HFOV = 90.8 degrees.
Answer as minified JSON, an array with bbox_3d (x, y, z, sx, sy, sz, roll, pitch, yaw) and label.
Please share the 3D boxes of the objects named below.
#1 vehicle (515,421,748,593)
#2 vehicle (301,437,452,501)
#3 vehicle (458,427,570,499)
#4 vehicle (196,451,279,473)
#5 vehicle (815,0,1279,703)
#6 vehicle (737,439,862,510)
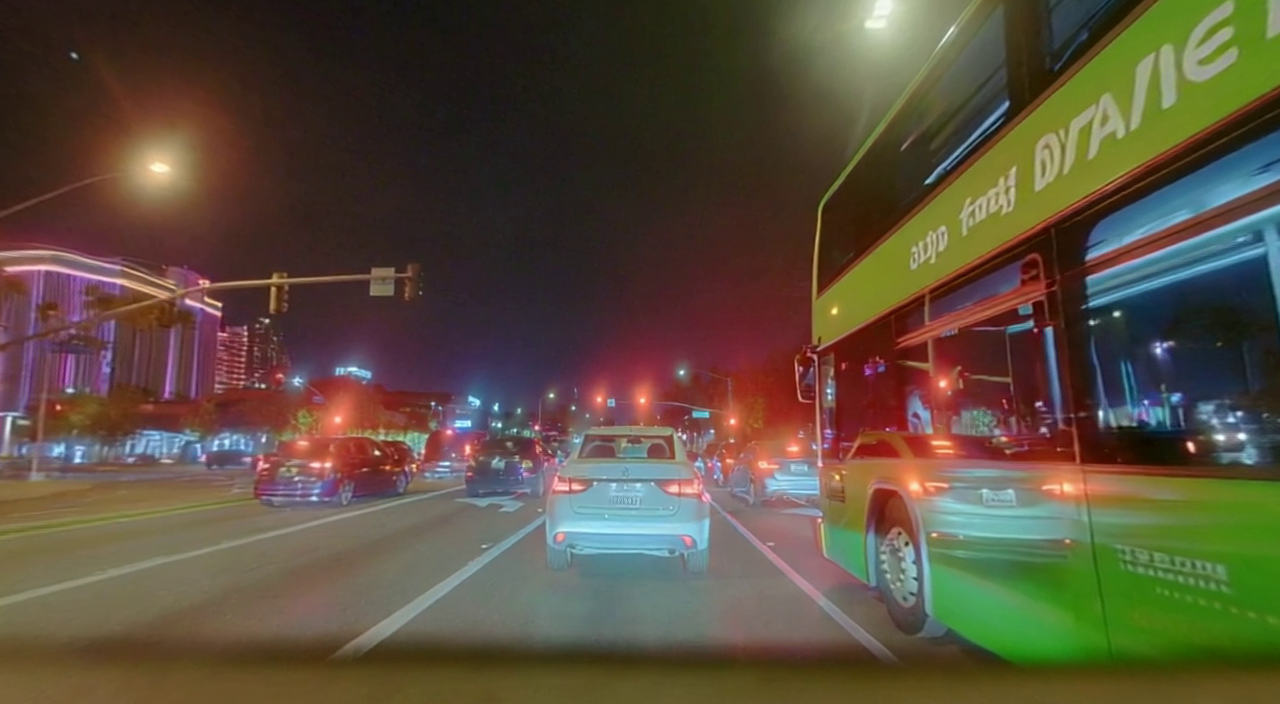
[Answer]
[{"bbox_3d":[-0.087,1.666,7.583,2.060,1.499,3.831,0,-9,0],"label":"vehicle"},{"bbox_3d":[-6.930,3.123,17.328,1.927,1.480,4.832,0,-9,2],"label":"vehicle"},{"bbox_3d":[-3.285,3.015,17.481,2.020,1.721,4.366,-1,-9,2],"label":"vehicle"},{"bbox_3d":[-28.872,7.886,45.402,4.630,1.473,1.837,0,-9,-5],"label":"vehicle"},{"bbox_3d":[3.550,-0.538,0.569,2.970,4.015,13.606,0,-9,0],"label":"vehicle"},{"bbox_3d":[3.683,2.905,15.510,1.989,1.467,4.364,0,-9,1],"label":"vehicle"}]
